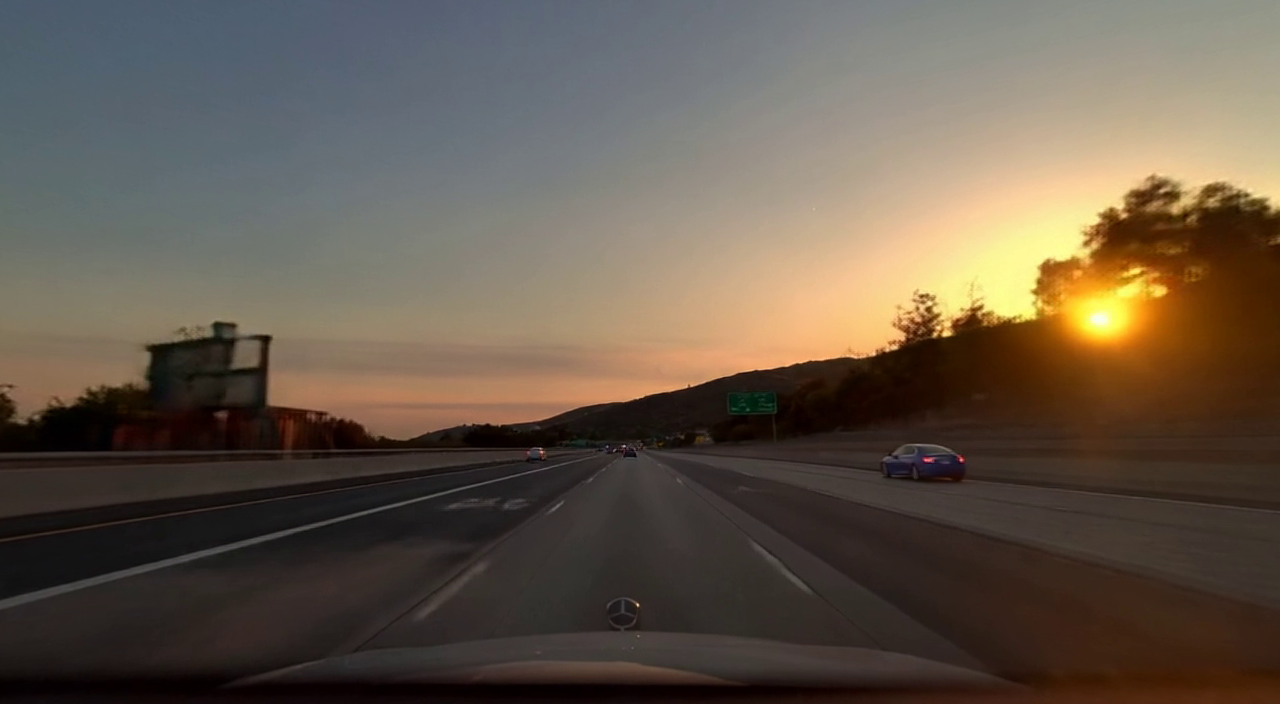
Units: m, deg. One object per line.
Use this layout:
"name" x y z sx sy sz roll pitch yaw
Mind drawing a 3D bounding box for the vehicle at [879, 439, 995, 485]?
"vehicle" 10.653 3.973 23.102 1.985 1.493 4.486 0 -9 -1
